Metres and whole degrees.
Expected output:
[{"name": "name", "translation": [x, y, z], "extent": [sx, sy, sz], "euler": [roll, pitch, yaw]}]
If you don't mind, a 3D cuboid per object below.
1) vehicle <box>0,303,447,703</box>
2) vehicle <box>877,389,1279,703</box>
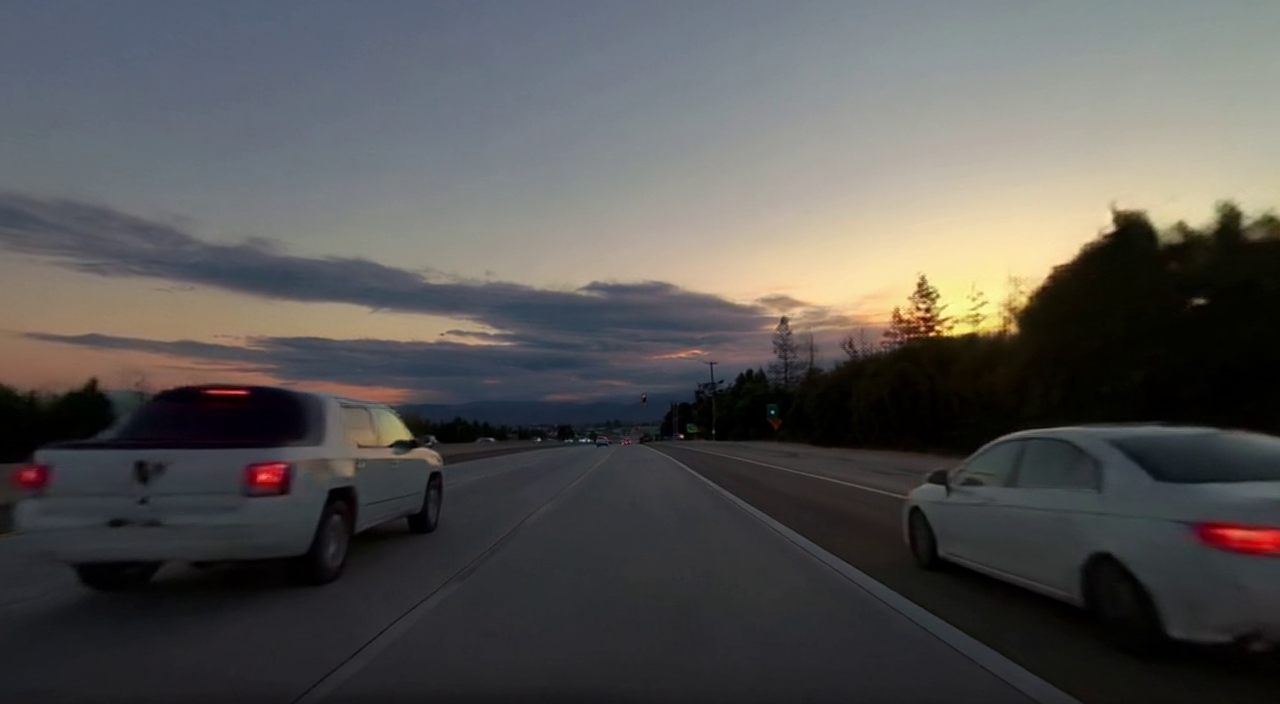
[{"name": "vehicle", "translation": [-3.592, 1.033, 5.528], "extent": [2.106, 1.779, 5.610], "euler": [0, -8, -1]}, {"name": "vehicle", "translation": [3.591, 1.176, 4.761], "extent": [1.817, 1.465, 4.415], "euler": [0, -8, -1]}]
